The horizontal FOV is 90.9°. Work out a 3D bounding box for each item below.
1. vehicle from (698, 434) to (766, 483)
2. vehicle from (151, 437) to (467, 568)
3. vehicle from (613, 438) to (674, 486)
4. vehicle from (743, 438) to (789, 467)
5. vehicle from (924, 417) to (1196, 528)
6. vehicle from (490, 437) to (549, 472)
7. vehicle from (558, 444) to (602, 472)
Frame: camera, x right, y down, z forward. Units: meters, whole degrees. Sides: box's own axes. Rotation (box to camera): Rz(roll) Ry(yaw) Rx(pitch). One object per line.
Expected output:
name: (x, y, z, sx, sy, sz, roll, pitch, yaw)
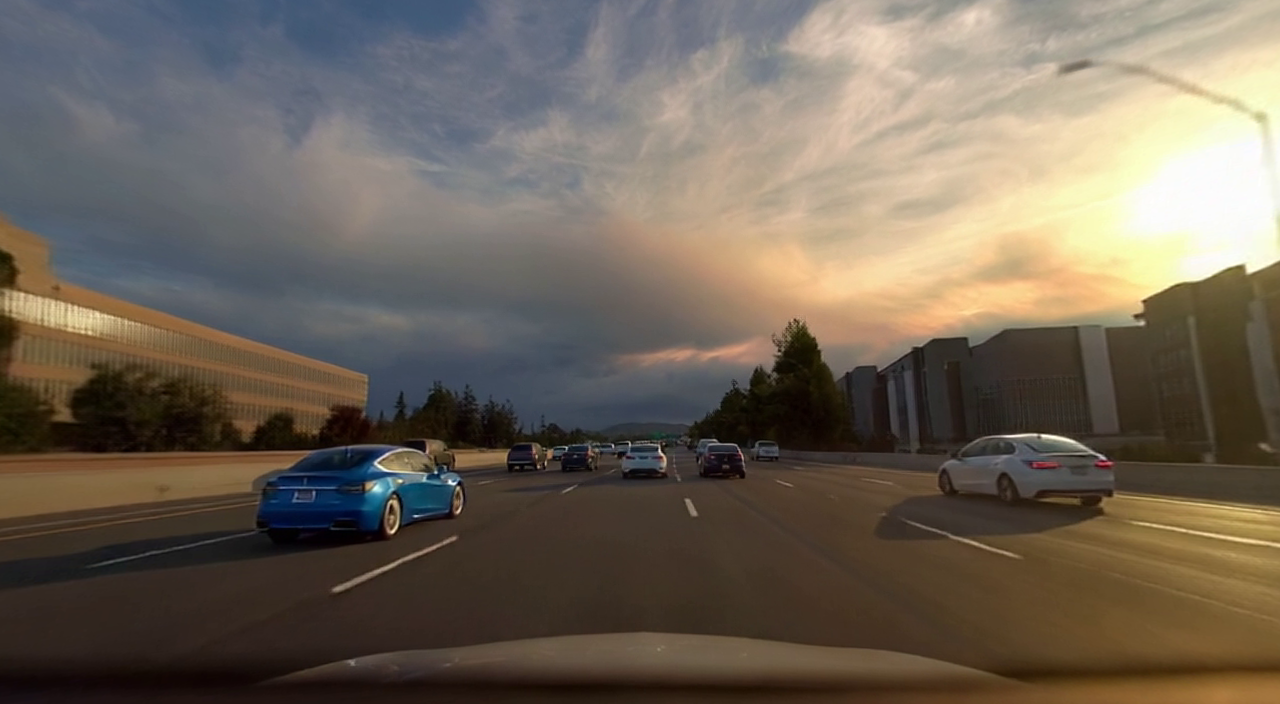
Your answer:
vehicle: (3.491, 4.119, 24.674, 2.114, 1.715, 4.136, -1, -8, 1)
vehicle: (-4.475, 2.076, 9.638, 2.116, 1.473, 4.644, -1, -8, 3)
vehicle: (0.222, 4.111, 23.958, 2.102, 1.624, 4.257, -1, -8, 3)
vehicle: (8.046, 6.440, 40.620, 2.071, 1.754, 4.484, -1, -8, 1)
vehicle: (7.742, 2.261, 12.469, 1.960, 1.726, 5.016, 0, -8, 1)
vehicle: (-6.970, 6.002, 37.179, 2.187, 1.851, 5.085, -1, -8, 3)
vehicle: (-3.370, 6.013, 36.115, 1.886, 1.455, 4.148, -1, -8, 3)
